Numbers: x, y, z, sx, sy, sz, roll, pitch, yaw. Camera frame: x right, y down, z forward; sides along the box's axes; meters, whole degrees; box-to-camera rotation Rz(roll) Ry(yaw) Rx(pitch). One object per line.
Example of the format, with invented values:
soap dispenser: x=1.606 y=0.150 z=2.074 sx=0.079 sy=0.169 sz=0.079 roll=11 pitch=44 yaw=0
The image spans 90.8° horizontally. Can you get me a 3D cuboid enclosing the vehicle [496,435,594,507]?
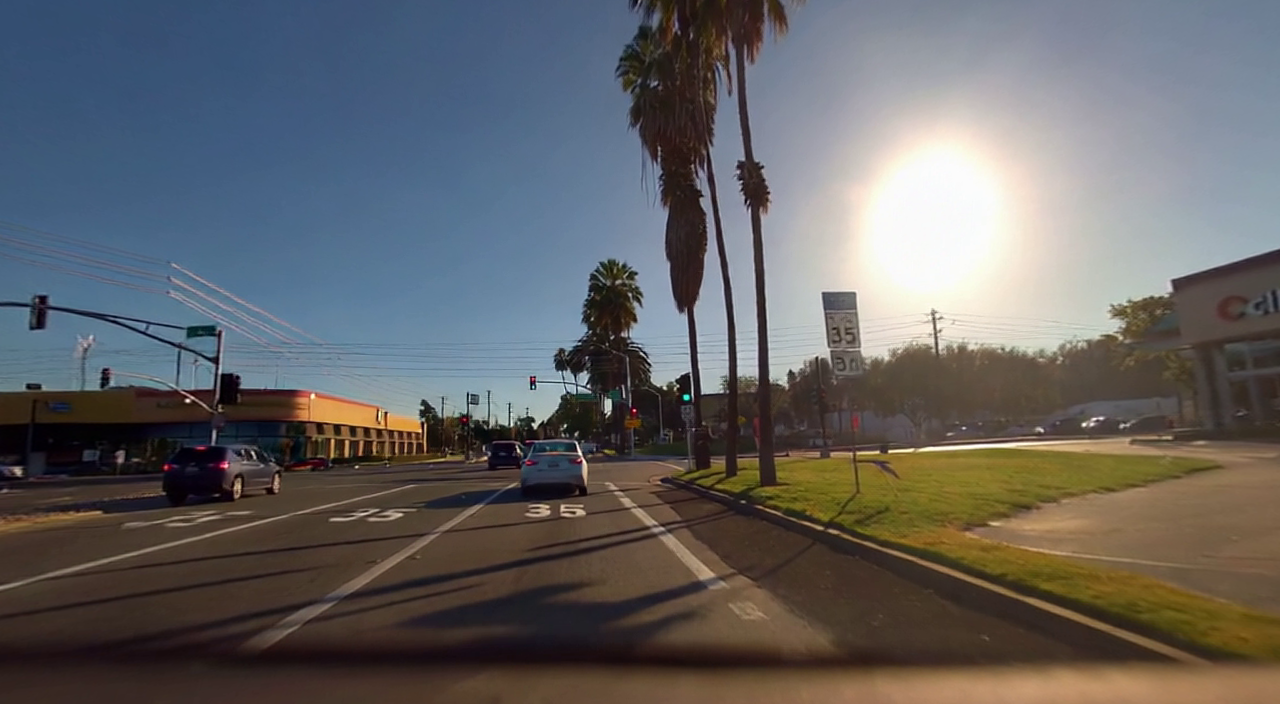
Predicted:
vehicle: x=-2.263 y=2.849 z=15.631 sx=2.063 sy=1.474 sz=4.334 roll=1 pitch=-8 yaw=-7

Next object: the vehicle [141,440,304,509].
vehicle: x=-12.489 y=3.639 z=19.402 sx=2.050 sy=1.811 sz=4.752 roll=0 pitch=-9 yaw=-5

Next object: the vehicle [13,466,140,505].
vehicle: x=-26.556 y=6.277 z=30.043 sx=1.829 sy=1.506 sz=4.819 roll=0 pitch=-8 yaw=-4
